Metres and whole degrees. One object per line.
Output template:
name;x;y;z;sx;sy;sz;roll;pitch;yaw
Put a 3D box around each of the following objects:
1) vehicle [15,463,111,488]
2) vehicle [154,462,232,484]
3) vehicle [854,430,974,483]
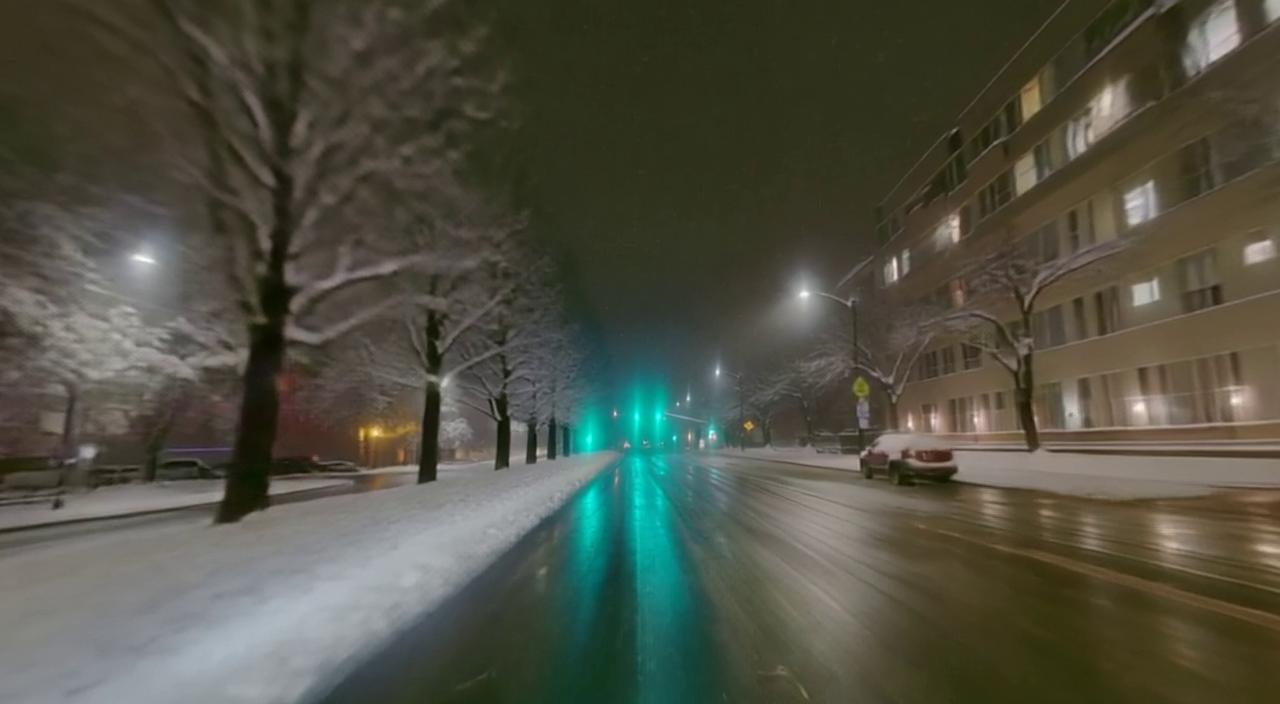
vehicle;-45.136;9.653;49.536;5.340;1.609;2.171;6;-12;-41
vehicle;-30.732;8.315;43.525;3.930;1.431;1.645;2;-9;-12
vehicle;9.994;3.858;23.576;2.051;1.726;4.898;1;-8;-3
